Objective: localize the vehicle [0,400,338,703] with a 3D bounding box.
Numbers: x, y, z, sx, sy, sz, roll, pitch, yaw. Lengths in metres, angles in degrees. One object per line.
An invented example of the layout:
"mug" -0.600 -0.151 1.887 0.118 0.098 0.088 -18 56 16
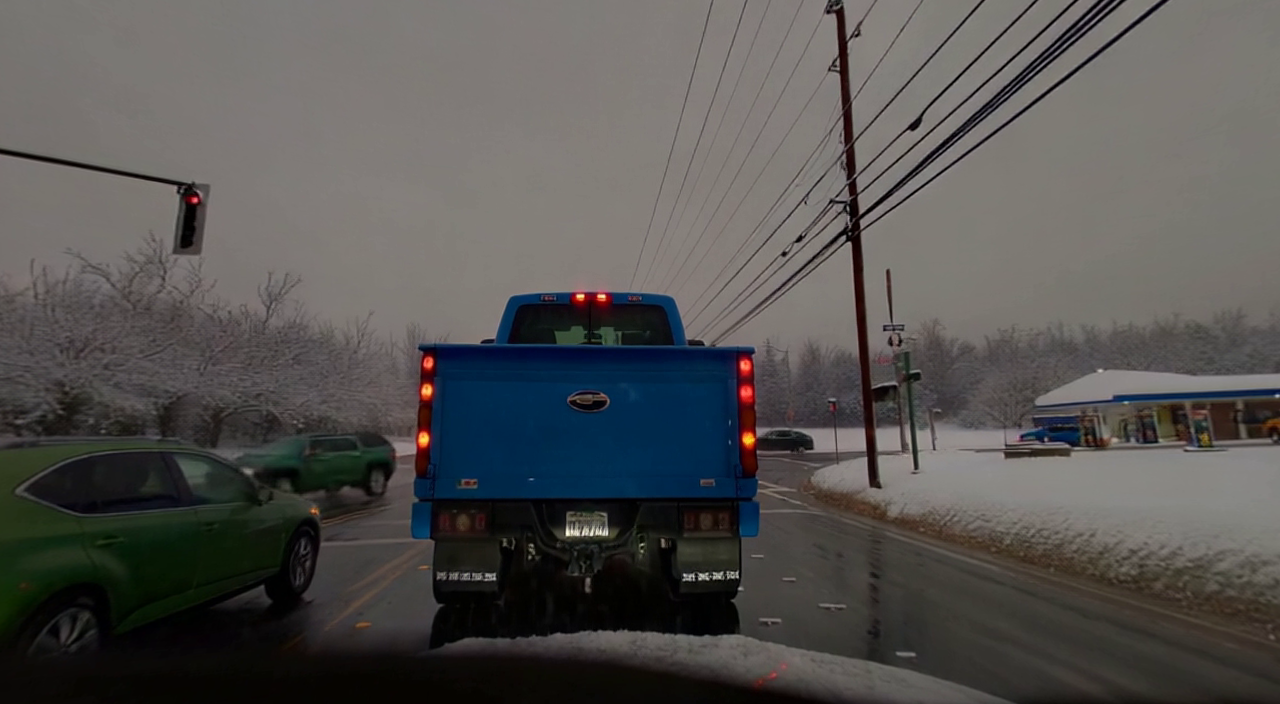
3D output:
"vehicle" -3.958 1.193 3.989 2.017 1.555 4.150 -1 -9 0

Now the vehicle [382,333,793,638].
"vehicle" -0.420 1.327 7.216 2.859 2.144 5.406 0 -9 -1

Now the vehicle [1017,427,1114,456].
"vehicle" 25.574 5.397 37.930 4.419 1.496 1.854 -2 -9 1
